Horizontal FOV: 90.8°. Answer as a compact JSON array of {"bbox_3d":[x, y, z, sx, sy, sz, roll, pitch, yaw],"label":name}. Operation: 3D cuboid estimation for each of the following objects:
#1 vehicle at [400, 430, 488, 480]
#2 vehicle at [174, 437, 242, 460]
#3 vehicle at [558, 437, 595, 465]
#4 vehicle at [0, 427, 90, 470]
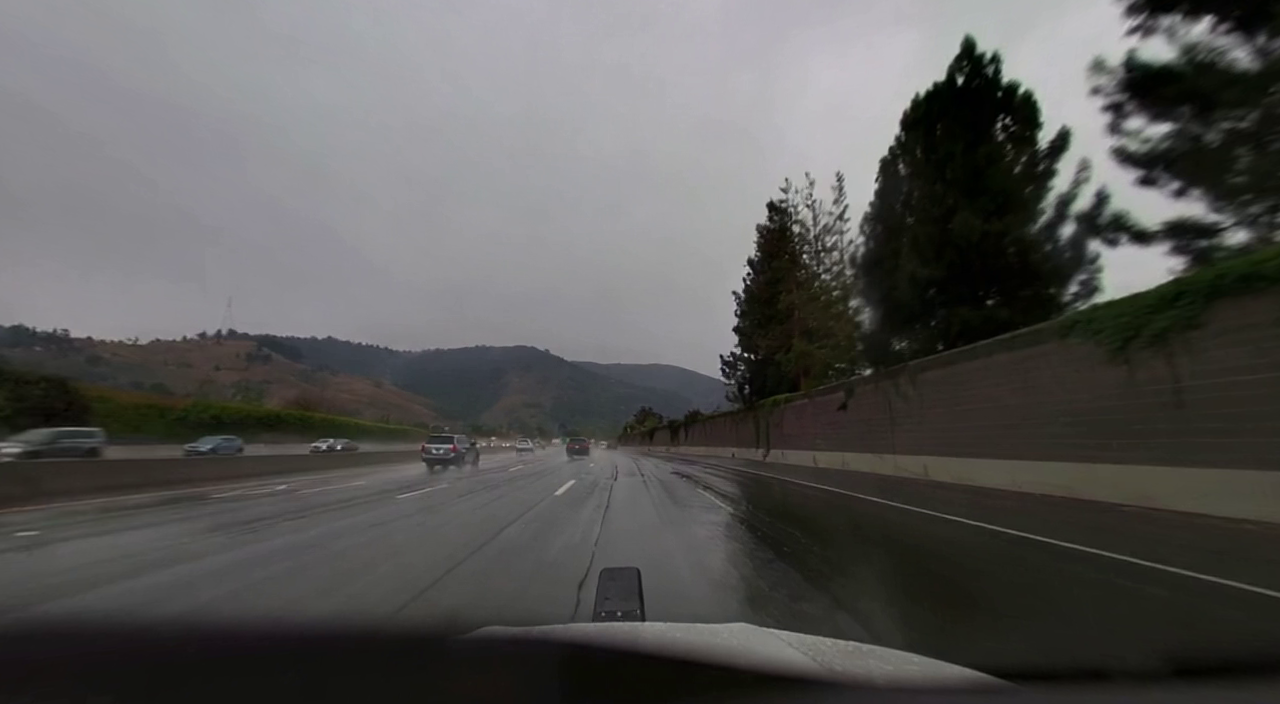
[{"bbox_3d":[-7.650,4.091,25.257,2.074,1.768,4.805,0,-9,-1],"label":"vehicle"},{"bbox_3d":[-32.227,7.202,47.288,1.948,1.595,4.502,0,-9,-2],"label":"vehicle"},{"bbox_3d":[-4.125,6.519,41.644,2.115,1.713,4.263,0,-9,-2],"label":"vehicle"},{"bbox_3d":[-24.556,3.767,24.708,1.868,1.573,4.676,0,-9,-1],"label":"vehicle"}]
